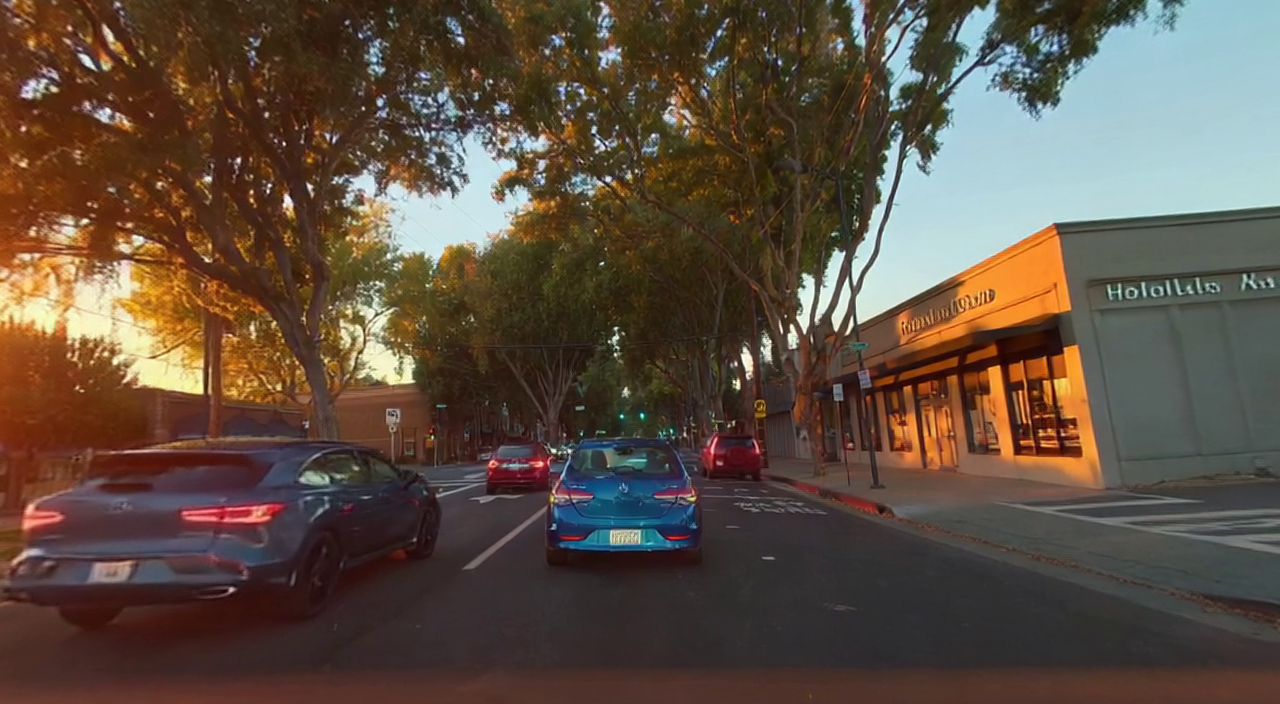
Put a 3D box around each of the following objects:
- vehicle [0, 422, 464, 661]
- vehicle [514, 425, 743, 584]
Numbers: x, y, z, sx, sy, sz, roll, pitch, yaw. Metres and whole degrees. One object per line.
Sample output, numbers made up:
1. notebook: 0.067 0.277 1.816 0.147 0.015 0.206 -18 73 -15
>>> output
1. vehicle: -3.405 1.505 6.172 2.029 1.456 4.414 0 -9 1
2. vehicle: -0.119 1.747 8.040 2.160 1.482 4.037 0 -9 0
